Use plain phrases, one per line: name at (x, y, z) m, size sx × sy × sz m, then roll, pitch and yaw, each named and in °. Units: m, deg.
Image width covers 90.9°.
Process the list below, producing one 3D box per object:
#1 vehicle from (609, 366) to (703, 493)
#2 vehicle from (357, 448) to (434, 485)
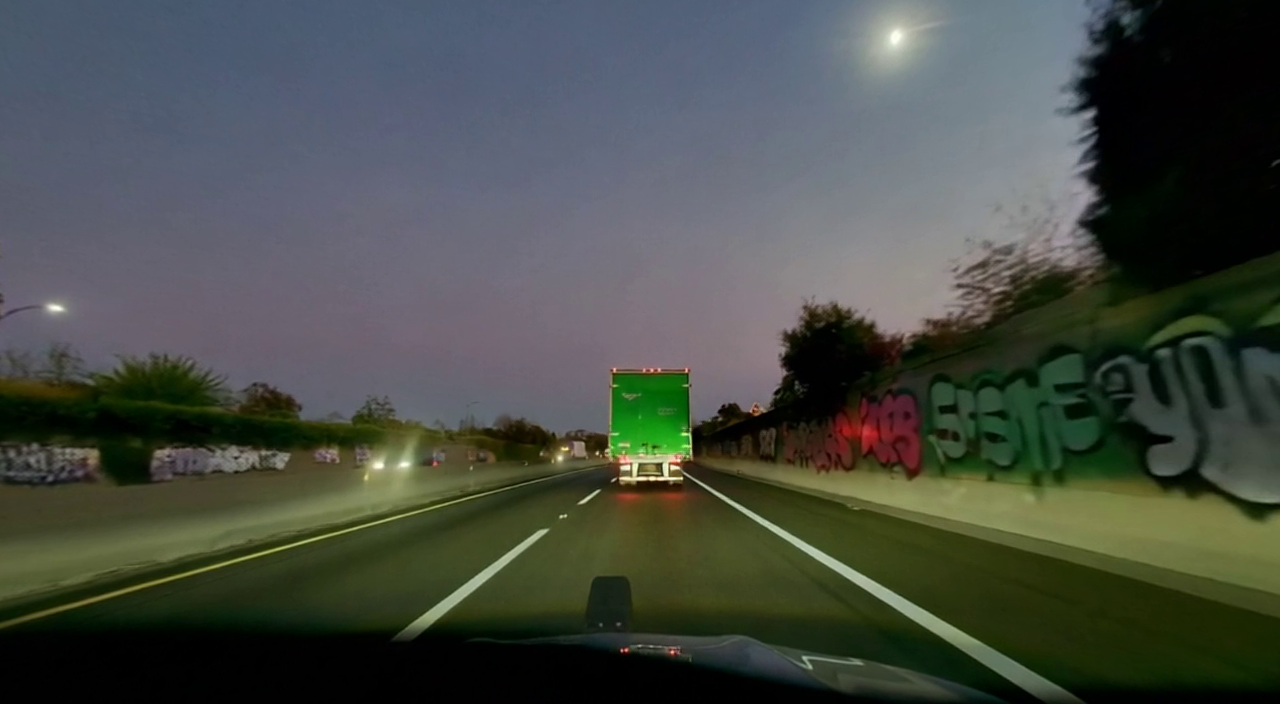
vehicle at (0.372, 3.181, 24.658) m, size 2.900 × 3.955 × 10.151 m, roll 0°, pitch -9°, yaw -1°
vehicle at (-11.833, 5.562, 30.872) m, size 1.911 × 1.661 × 4.392 m, roll 0°, pitch -9°, yaw 2°
